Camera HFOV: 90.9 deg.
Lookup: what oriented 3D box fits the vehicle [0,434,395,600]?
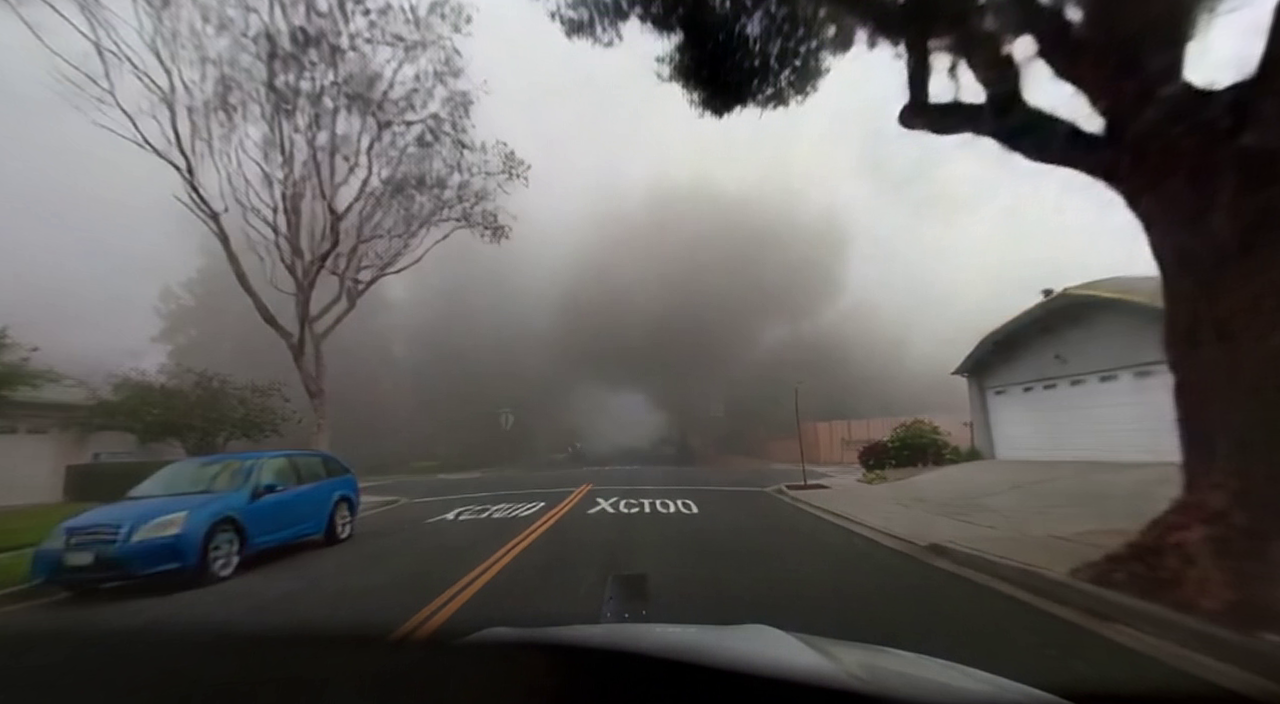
[{"bbox_3d":[-5.165,1.913,8.357,2.038,1.571,4.524,0,-8,0],"label":"vehicle"}]
